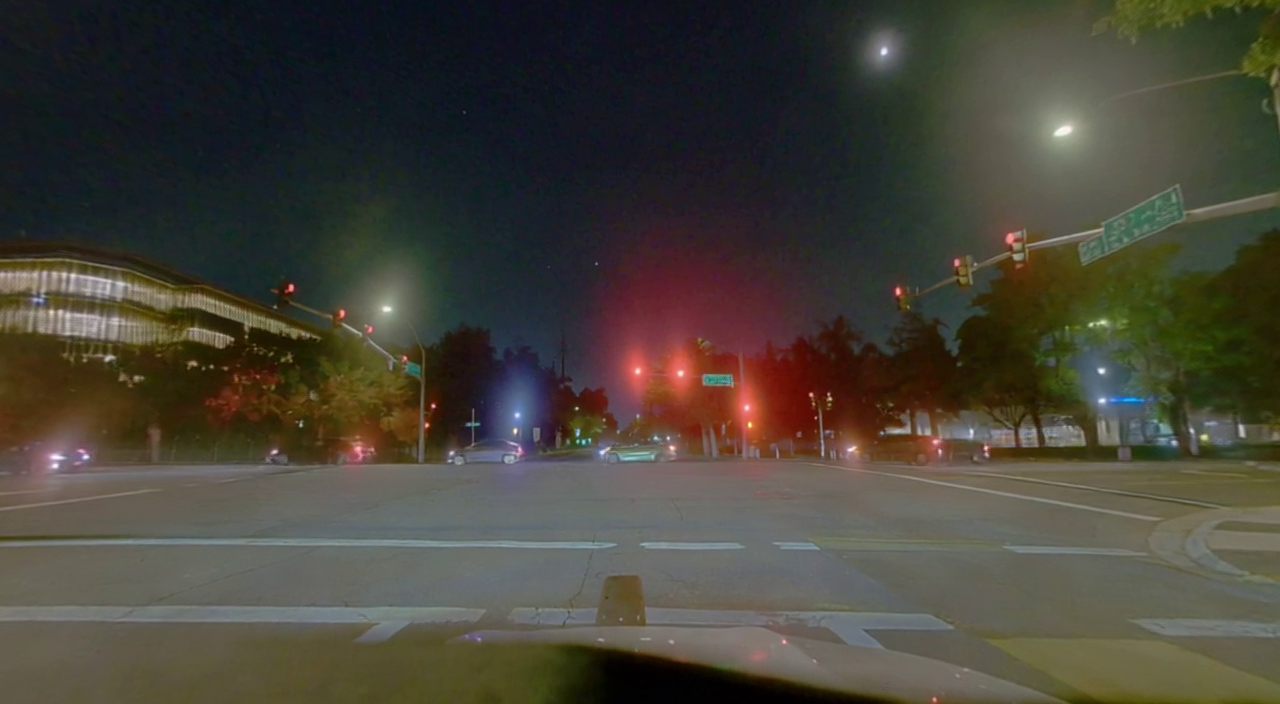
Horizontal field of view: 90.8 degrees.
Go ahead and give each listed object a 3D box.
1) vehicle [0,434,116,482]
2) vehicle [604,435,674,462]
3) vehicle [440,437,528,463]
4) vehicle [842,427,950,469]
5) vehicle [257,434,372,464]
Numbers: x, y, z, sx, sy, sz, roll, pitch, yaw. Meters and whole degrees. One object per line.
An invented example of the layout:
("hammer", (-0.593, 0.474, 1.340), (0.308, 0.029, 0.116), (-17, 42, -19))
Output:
("vehicle", (-21.587, 3.708, 22.138), (4.624, 1.593, 2.018), (0, -9, 0))
("vehicle", (-0.049, 6.277, 41.130), (4.488, 1.667, 1.869), (-1, -9, 1))
("vehicle", (-9.130, 5.801, 37.271), (4.724, 1.452, 1.870), (0, -9, 0))
("vehicle", (11.851, 4.425, 29.199), (4.662, 1.764, 2.064), (4, -10, -28))
("vehicle", (-20.789, 6.232, 40.508), (6.133, 1.833, 2.155), (0, -9, 1))
